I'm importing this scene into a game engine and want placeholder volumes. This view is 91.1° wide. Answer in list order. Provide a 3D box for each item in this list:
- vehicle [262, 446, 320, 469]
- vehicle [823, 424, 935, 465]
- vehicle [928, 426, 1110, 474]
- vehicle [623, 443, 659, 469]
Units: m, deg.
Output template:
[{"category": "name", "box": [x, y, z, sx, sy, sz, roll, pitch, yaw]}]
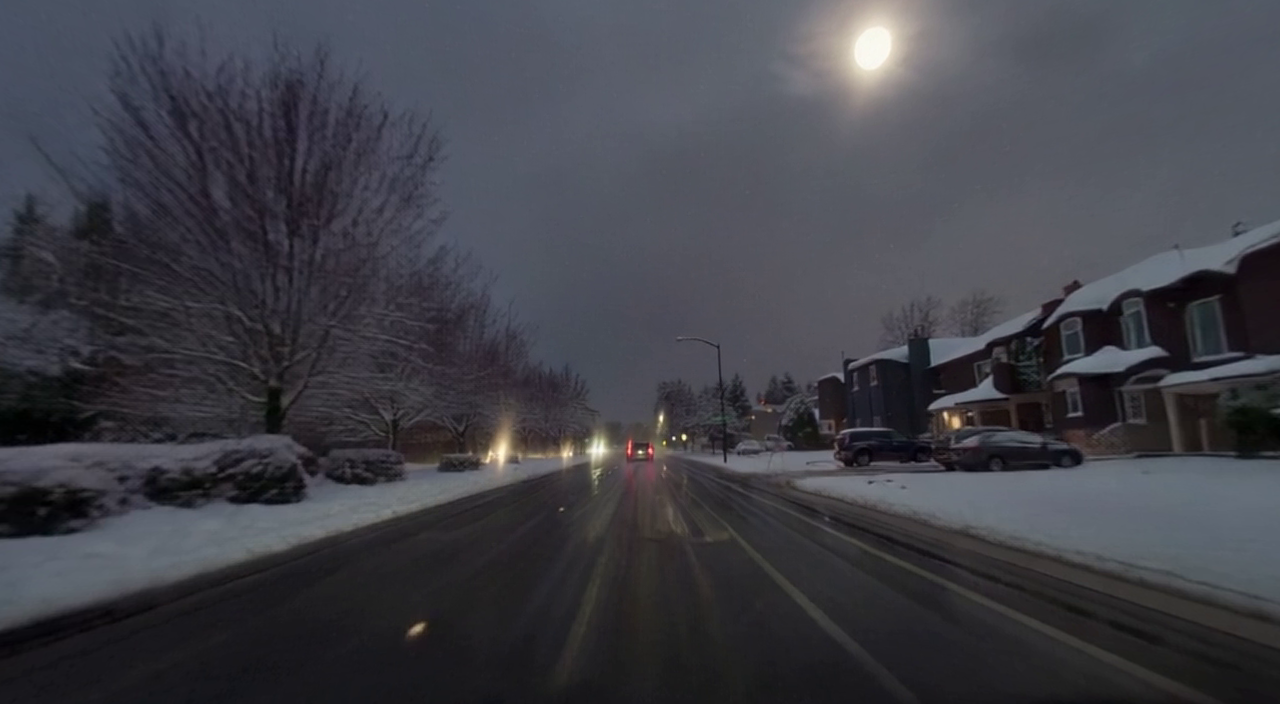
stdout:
[{"category": "vehicle", "box": [-24.023, 7.252, 43.379, 1.892, 1.455, 3.564, 0, -8, 1]}, {"category": "vehicle", "box": [12.264, 4.801, 32.449, 4.923, 2.019, 1.985, 0, -9, 2]}, {"category": "vehicle", "box": [12.503, 3.267, 20.965, 4.787, 1.494, 1.887, 0, -8, 1]}, {"category": "vehicle", "box": [0.047, 6.220, 37.831, 2.054, 1.456, 4.003, 0, -8, 0]}]
